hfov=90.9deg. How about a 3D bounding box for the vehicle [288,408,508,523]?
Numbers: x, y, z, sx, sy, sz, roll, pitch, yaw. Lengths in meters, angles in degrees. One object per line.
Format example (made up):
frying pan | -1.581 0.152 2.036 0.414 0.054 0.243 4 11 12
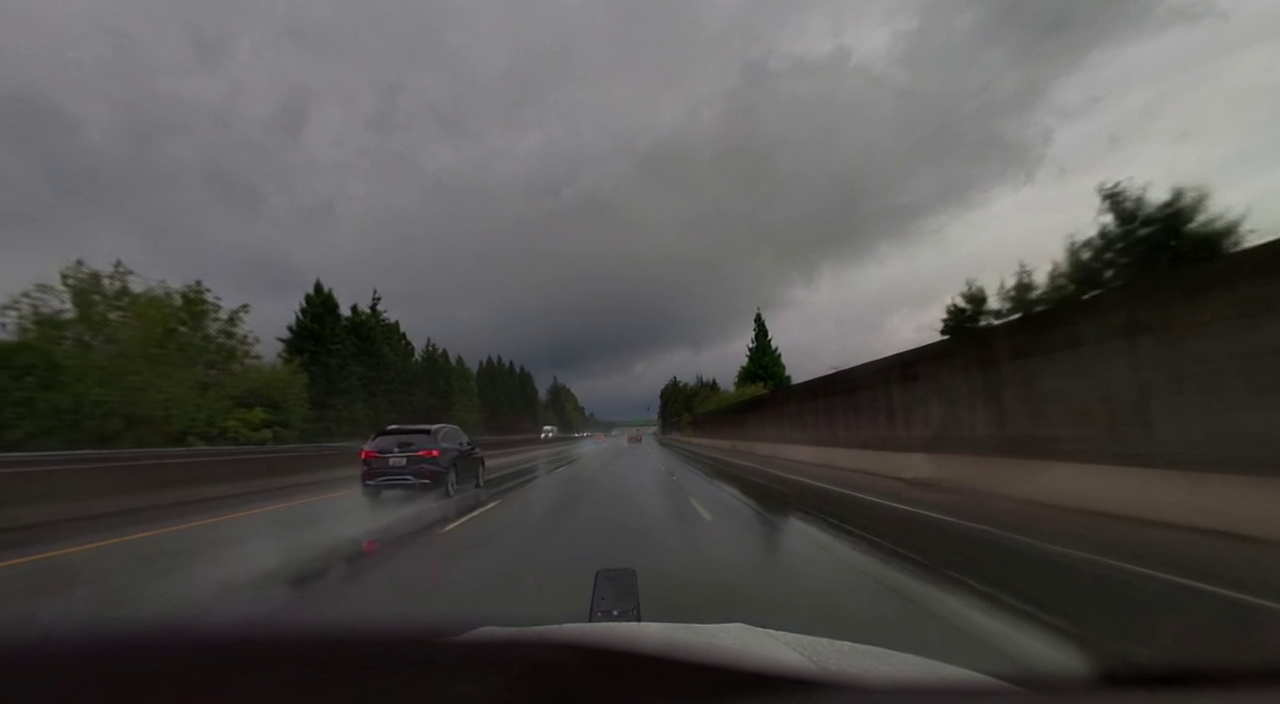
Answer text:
vehicle | -4.154 2.025 11.901 2.306 1.730 4.606 0 -8 0
